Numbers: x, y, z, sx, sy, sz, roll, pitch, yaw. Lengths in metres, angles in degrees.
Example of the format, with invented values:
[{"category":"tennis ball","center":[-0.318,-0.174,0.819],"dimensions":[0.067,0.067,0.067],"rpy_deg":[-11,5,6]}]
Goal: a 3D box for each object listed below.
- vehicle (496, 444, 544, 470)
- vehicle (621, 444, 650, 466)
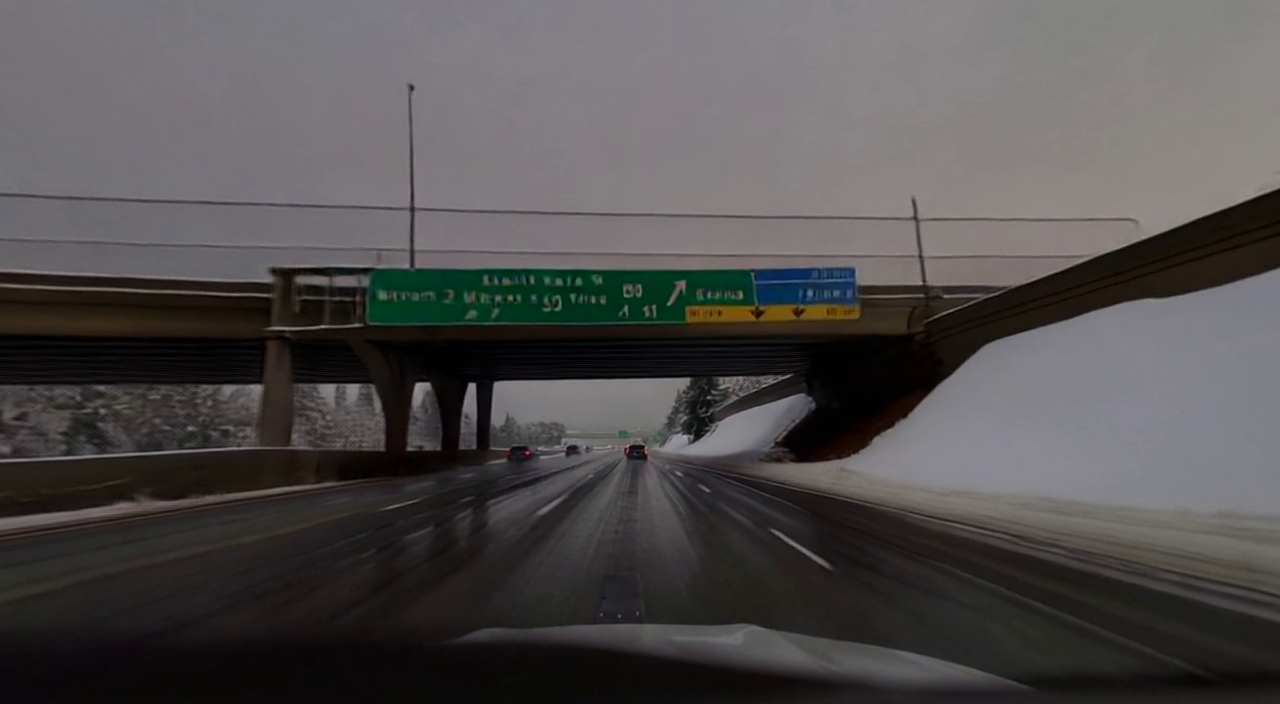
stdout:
[{"category":"vehicle","center":[-7.198,6.330,38.313],"dimensions":[1.994,1.487,4.605],"rpy_deg":[0,-9,0]},{"category":"vehicle","center":[-0.369,7.581,46.775],"dimensions":[2.086,1.472,4.168],"rpy_deg":[0,-9,-2]}]
